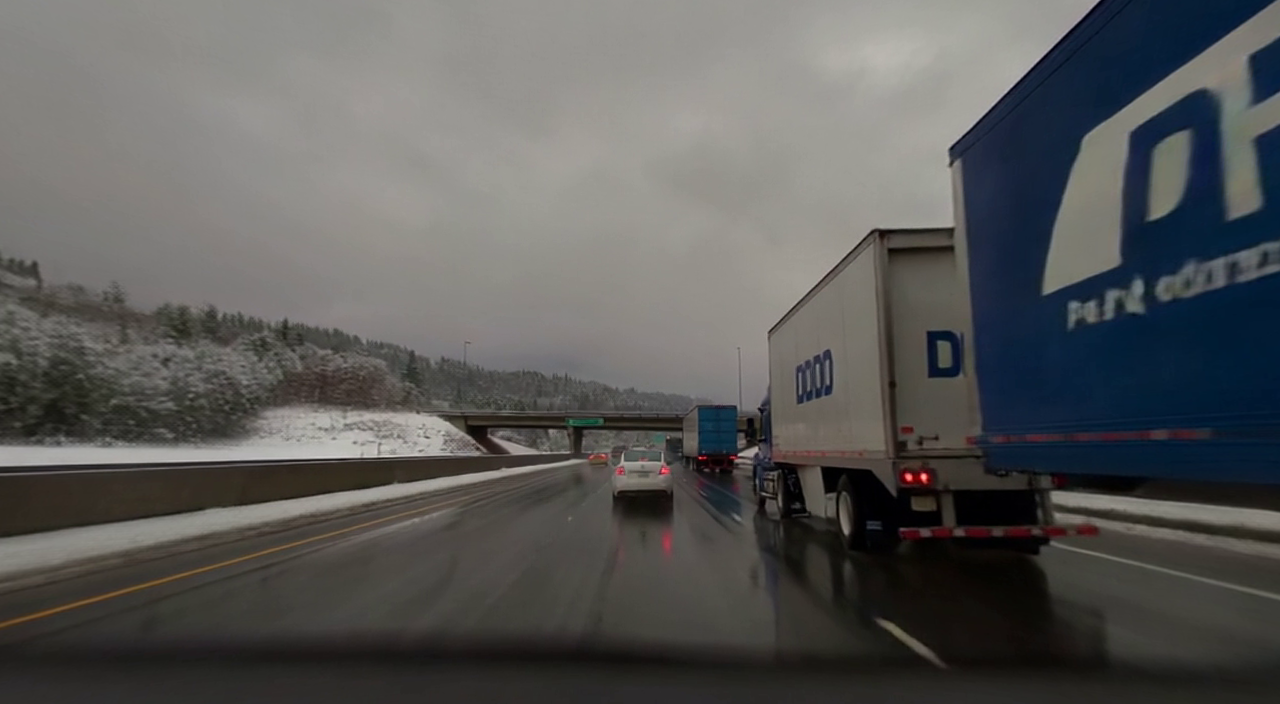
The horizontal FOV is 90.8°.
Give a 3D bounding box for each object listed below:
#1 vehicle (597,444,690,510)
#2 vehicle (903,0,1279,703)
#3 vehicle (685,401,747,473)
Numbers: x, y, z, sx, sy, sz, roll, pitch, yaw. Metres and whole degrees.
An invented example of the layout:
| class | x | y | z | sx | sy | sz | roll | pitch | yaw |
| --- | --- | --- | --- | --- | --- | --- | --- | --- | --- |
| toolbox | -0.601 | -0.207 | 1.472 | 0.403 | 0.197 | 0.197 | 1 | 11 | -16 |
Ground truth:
| class | x | y | z | sx | sy | sz | roll | pitch | yaw |
| --- | --- | --- | --- | --- | --- | --- | --- | --- | --- |
| vehicle | 0.068 | 3.041 | 15.760 | 2.029 | 1.437 | 3.794 | 0 | -9 | 0 |
| vehicle | 4.107 | -0.205 | 2.139 | 2.802 | 3.956 | 8.291 | 0 | -9 | 0 |
| vehicle | 4.543 | 5.420 | 39.615 | 2.801 | 4.039 | 8.684 | 0 | -9 | 0 |
